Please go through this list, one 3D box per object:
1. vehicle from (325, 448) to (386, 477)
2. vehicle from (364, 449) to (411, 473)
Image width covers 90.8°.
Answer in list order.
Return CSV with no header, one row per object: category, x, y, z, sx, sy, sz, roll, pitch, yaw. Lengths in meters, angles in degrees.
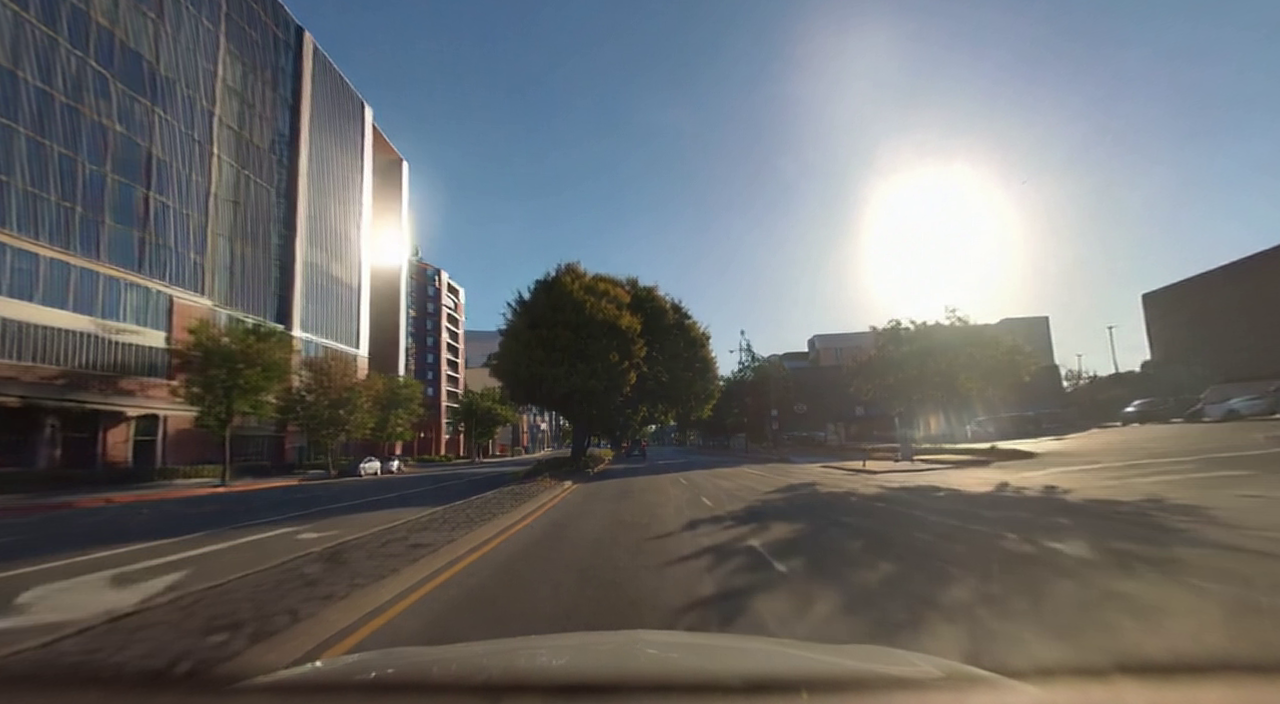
vehicle,-19.509,7.553,43.576,2.255,1.848,4.617,0,-8,-2
vehicle,-19.679,8.523,49.450,1.965,1.665,4.577,-2,-9,-2
